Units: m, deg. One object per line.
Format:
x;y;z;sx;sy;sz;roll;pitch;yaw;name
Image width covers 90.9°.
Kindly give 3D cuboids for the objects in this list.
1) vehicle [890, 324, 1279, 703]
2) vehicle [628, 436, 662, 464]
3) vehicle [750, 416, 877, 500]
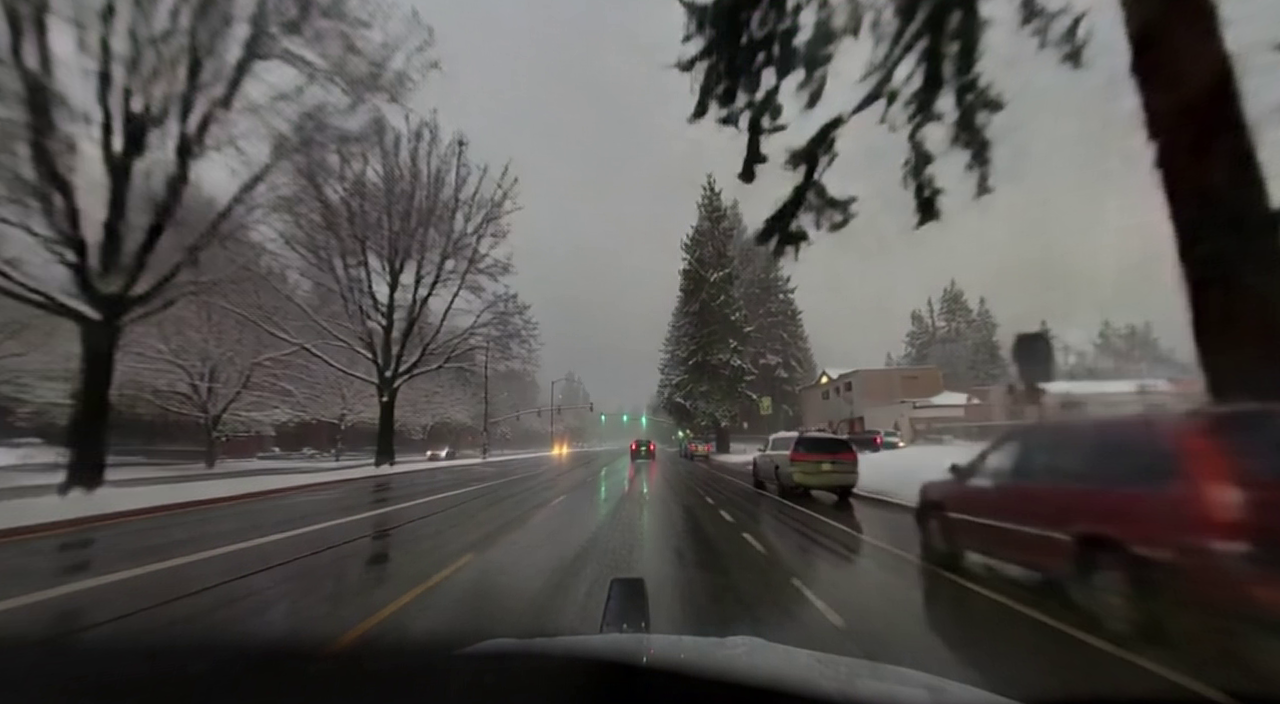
4.206;1.136;5.301;2.298;1.903;4.655;0;-8;1;vehicle
0.335;6.618;42.663;2.169;1.751;4.276;0;-8;1;vehicle
4.191;2.644;16.028;2.109;1.838;4.204;0;-8;2;vehicle
